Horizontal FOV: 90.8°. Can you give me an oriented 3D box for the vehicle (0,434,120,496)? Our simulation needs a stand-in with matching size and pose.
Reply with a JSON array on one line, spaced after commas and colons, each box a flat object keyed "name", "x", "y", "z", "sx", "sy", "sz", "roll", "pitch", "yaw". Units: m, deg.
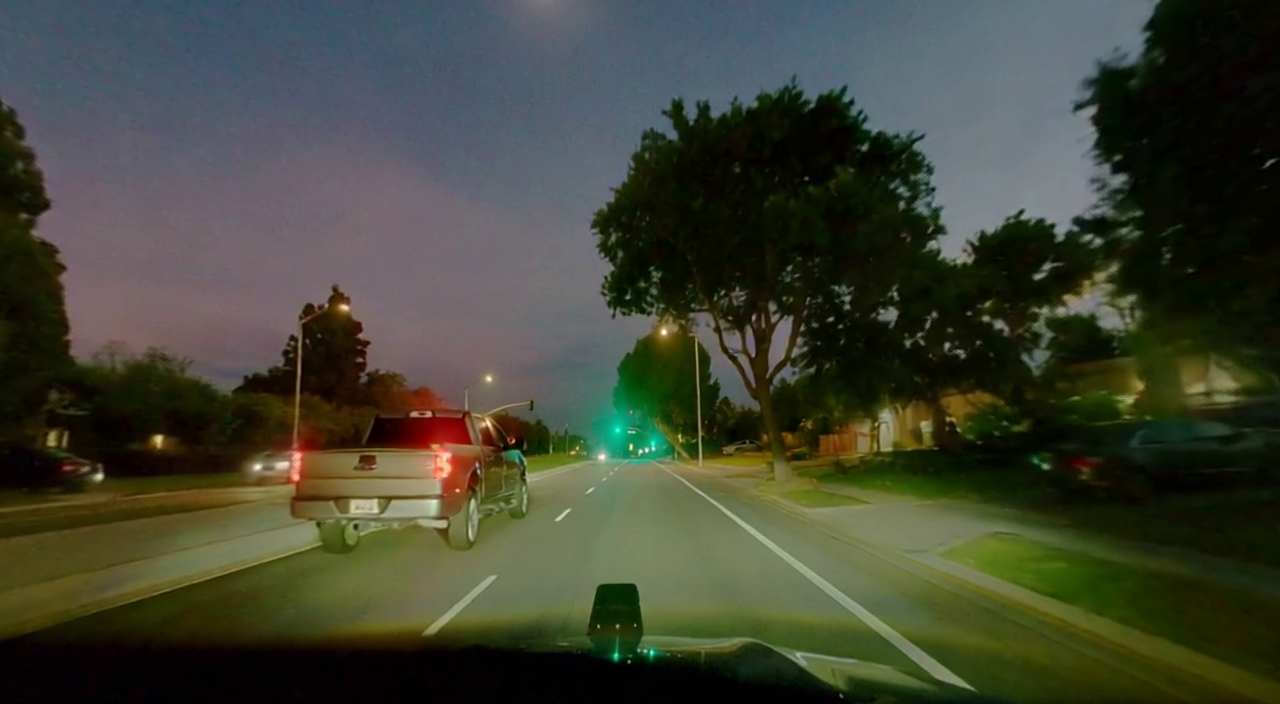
[{"name": "vehicle", "x": -20.755, "y": 3.819, "z": 21.015, "sx": 5.096, "sy": 1.810, "sz": 2.071, "roll": -3, "pitch": -9, "yaw": 1}]

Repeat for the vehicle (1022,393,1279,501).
[{"name": "vehicle", "x": 9.651, "y": 1.597, "z": 10.946, "sx": 4.696, "sy": 1.555, "sz": 2.009, "roll": -2, "pitch": -9, "yaw": -2}]

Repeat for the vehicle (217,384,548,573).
[{"name": "vehicle", "x": -3.172, "y": 1.780, "z": 9.713, "sx": 2.508, "sy": 2.001, "sz": 5.880, "roll": 0, "pitch": -9, "yaw": 1}]
